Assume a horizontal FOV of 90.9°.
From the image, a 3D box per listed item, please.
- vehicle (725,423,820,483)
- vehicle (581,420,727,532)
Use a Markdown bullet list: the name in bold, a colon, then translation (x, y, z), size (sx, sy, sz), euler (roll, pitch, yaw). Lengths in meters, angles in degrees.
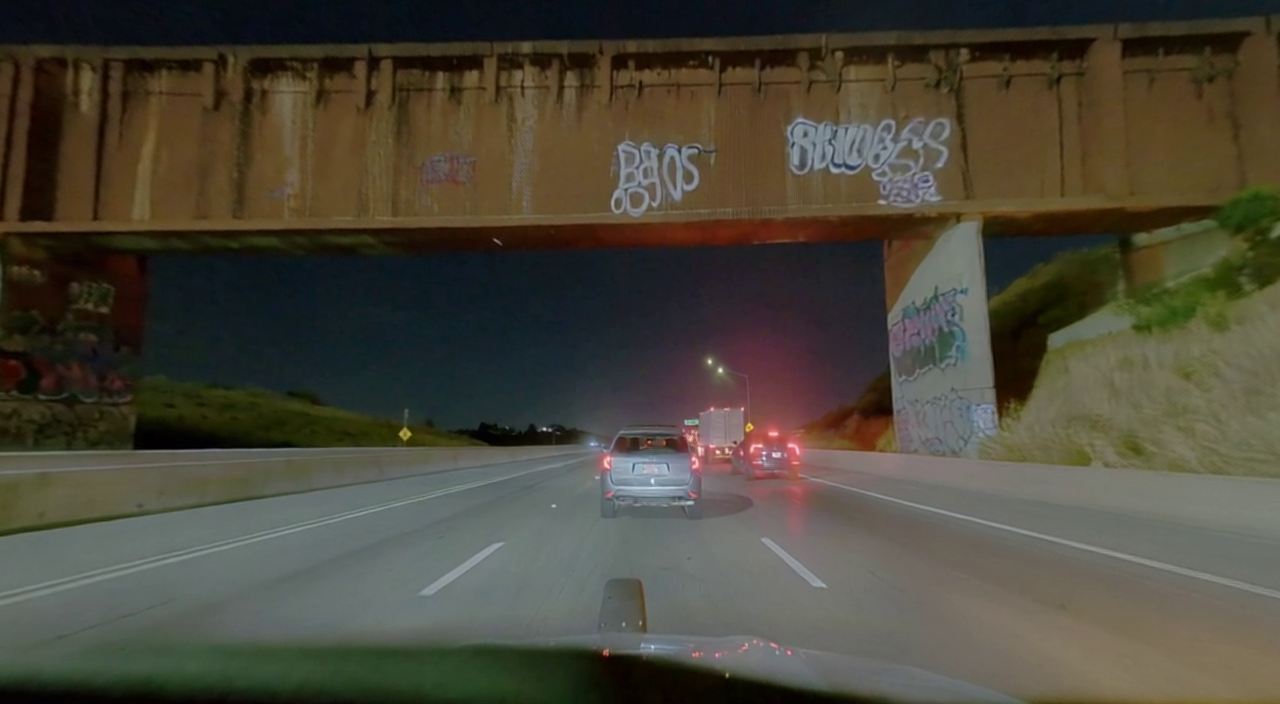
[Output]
- **vehicle**: translation (4.694, 3.716, 23.470), size (2.311, 1.922, 5.977), euler (0, -8, 1)
- **vehicle**: translation (0.233, 2.164, 11.549), size (2.193, 1.651, 3.946), euler (-1, -8, 1)
